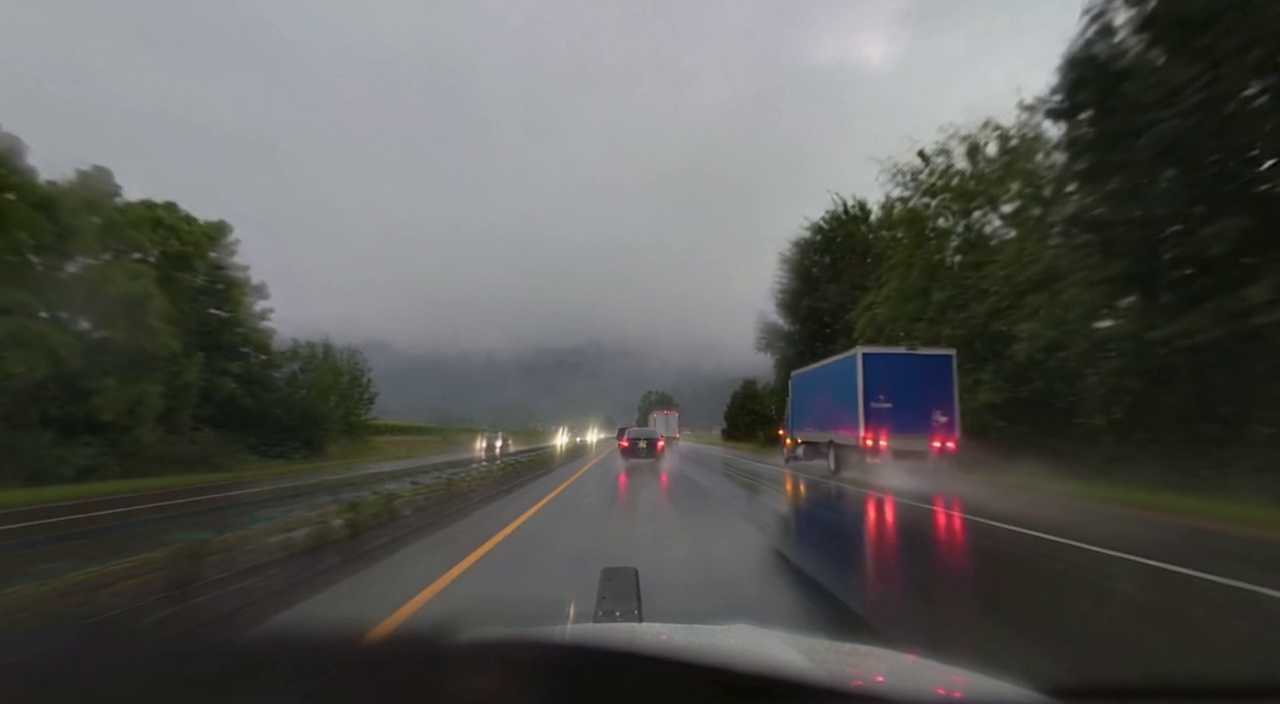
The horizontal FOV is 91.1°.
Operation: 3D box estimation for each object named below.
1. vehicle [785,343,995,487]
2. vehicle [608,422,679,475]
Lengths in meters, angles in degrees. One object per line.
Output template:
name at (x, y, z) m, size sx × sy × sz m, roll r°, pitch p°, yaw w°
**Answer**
vehicle at (7.325, 2.173, 20.394) m, size 3.010 × 3.638 × 8.978 m, roll 0°, pitch -8°, yaw -1°
vehicle at (0.090, 3.286, 21.703) m, size 2.216 × 1.623 × 4.220 m, roll 0°, pitch -8°, yaw 0°
